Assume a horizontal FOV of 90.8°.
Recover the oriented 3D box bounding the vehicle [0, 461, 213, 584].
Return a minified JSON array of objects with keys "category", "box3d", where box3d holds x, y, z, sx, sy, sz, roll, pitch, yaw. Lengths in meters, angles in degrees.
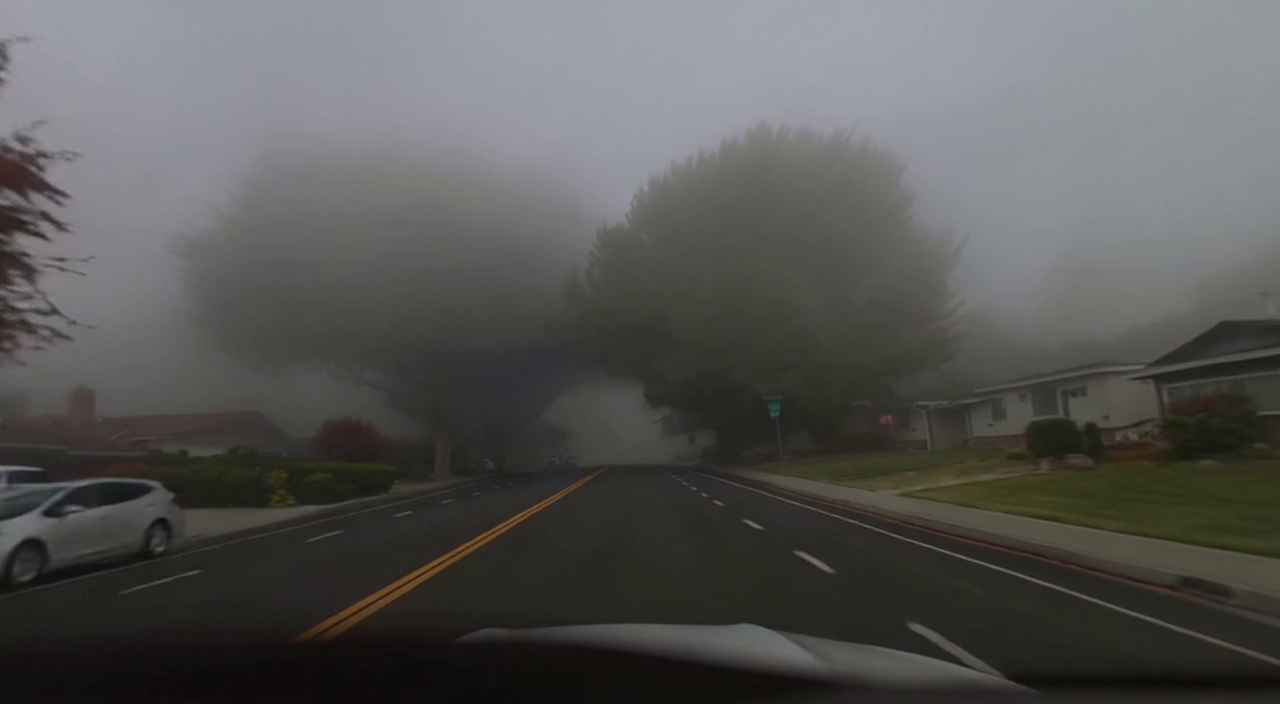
[{"category":"vehicle","box3d":[-9.540,2.711,10.471,1.931,1.465,4.683,-5,-8,-3]}]
